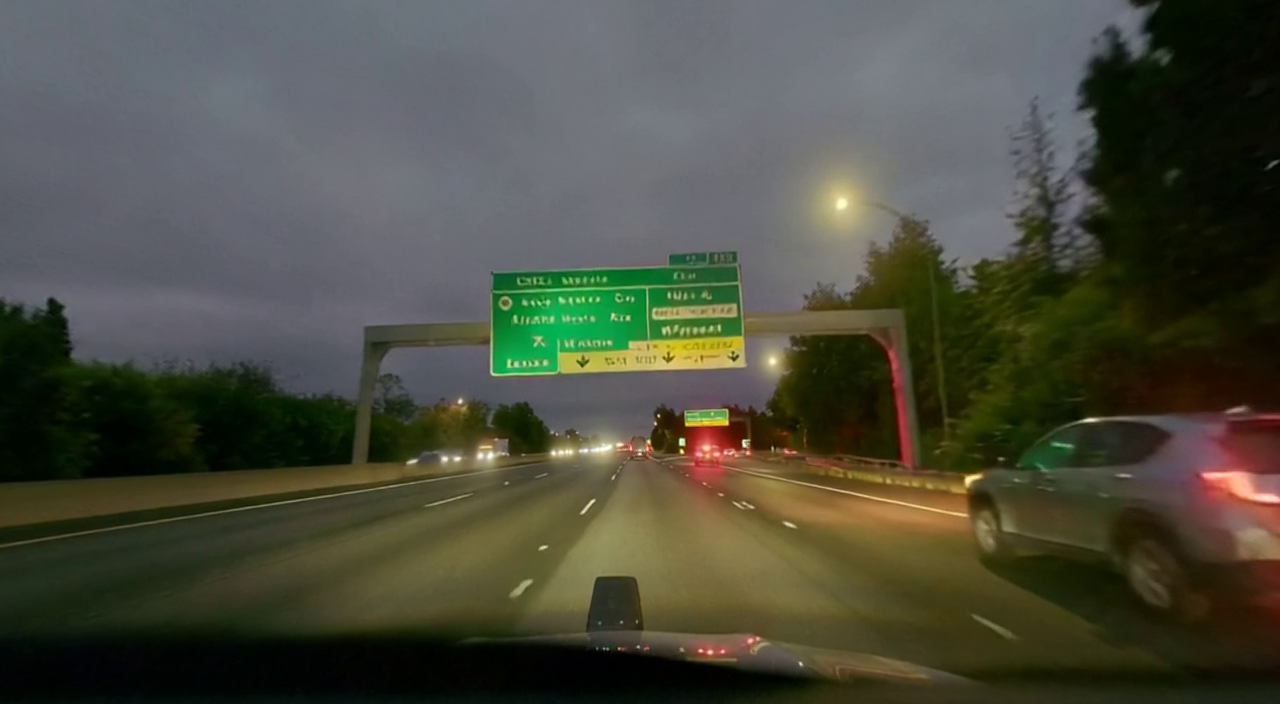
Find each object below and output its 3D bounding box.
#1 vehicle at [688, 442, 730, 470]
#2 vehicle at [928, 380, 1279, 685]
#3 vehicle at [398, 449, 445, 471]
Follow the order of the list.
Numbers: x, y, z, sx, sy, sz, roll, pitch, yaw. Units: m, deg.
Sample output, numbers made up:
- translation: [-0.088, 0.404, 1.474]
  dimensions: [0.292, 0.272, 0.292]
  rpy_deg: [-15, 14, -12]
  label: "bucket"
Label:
- translation: [4.386, 6.666, 40.671]
  dimensions: [2.096, 1.712, 4.697]
  rpy_deg: [0, -9, -1]
  label: "vehicle"
- translation: [4.345, 1.210, 5.006]
  dimensions: [1.929, 1.604, 4.478]
  rpy_deg: [0, -9, -1]
  label: "vehicle"
- translation: [-15.616, 7.746, 45.347]
  dimensions: [1.863, 1.472, 4.351]
  rpy_deg: [0, -9, 0]
  label: "vehicle"
